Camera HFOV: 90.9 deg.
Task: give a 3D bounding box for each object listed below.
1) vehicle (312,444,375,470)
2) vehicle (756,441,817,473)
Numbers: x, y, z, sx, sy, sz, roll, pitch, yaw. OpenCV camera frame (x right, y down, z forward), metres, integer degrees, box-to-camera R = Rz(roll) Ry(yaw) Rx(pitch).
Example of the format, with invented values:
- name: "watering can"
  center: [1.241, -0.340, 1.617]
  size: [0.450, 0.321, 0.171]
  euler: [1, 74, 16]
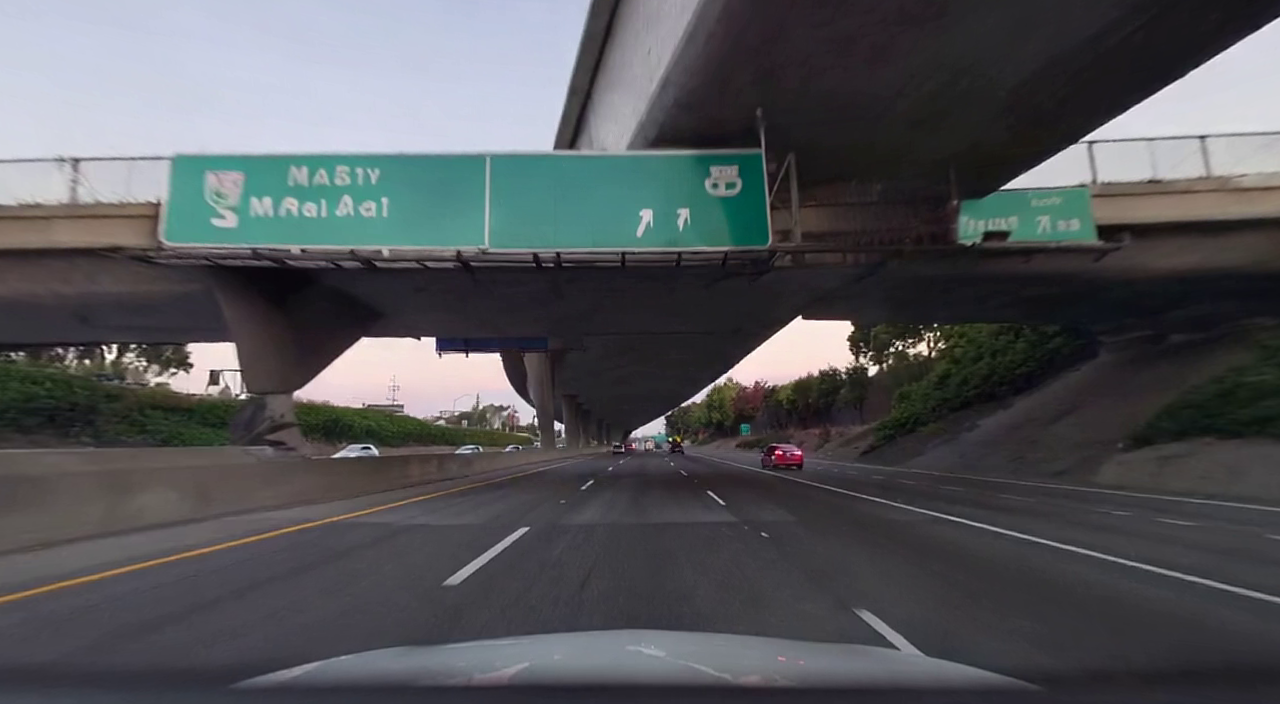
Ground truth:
- name: "vehicle"
  center: [-21.644, 7.683, 46.341]
  size: [1.956, 1.751, 5.372]
  euler: [0, -8, 1]
- name: "vehicle"
  center: [7.225, 5.211, 31.595]
  size: [1.914, 1.465, 4.574]
  euler: [0, -8, -1]
